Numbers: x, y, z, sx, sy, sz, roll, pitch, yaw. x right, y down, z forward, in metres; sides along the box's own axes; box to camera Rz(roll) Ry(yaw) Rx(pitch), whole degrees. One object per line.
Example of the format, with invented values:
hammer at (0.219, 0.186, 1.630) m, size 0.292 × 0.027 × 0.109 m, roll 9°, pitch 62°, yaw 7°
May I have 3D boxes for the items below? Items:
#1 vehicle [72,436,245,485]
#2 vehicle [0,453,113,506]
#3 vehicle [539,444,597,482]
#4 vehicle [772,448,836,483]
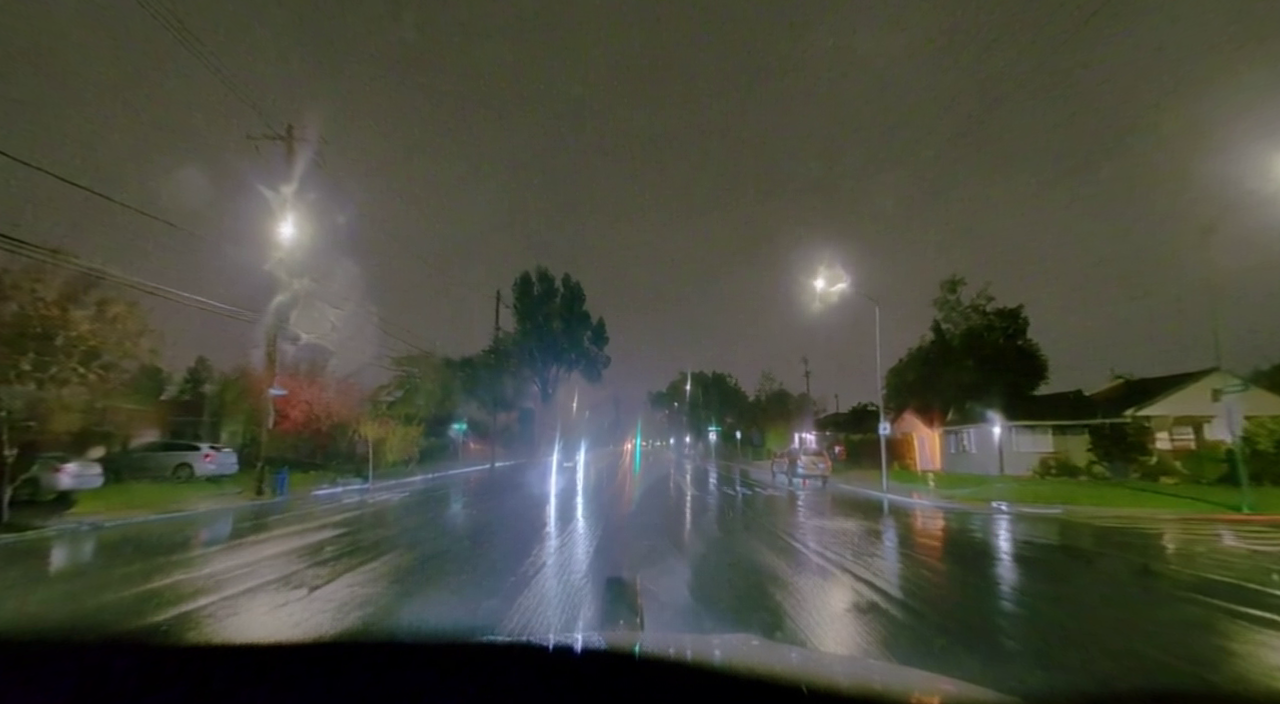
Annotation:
vehicle at (-17.910, 4.045, 23.692) m, size 4.743 × 1.734 × 1.994 m, roll 0°, pitch -9°, yaw -1°
vehicle at (-17.751, 3.486, 17.509) m, size 4.581 × 1.337 × 1.954 m, roll -1°, pitch -9°, yaw 3°
vehicle at (-2.995, 4.715, 27.023) m, size 2.014 × 1.499 × 3.999 m, roll 0°, pitch -9°, yaw 0°
vehicle at (8.039, 5.579, 31.364) m, size 2.029 × 1.554 × 4.705 m, roll 0°, pitch -9°, yaw 2°
